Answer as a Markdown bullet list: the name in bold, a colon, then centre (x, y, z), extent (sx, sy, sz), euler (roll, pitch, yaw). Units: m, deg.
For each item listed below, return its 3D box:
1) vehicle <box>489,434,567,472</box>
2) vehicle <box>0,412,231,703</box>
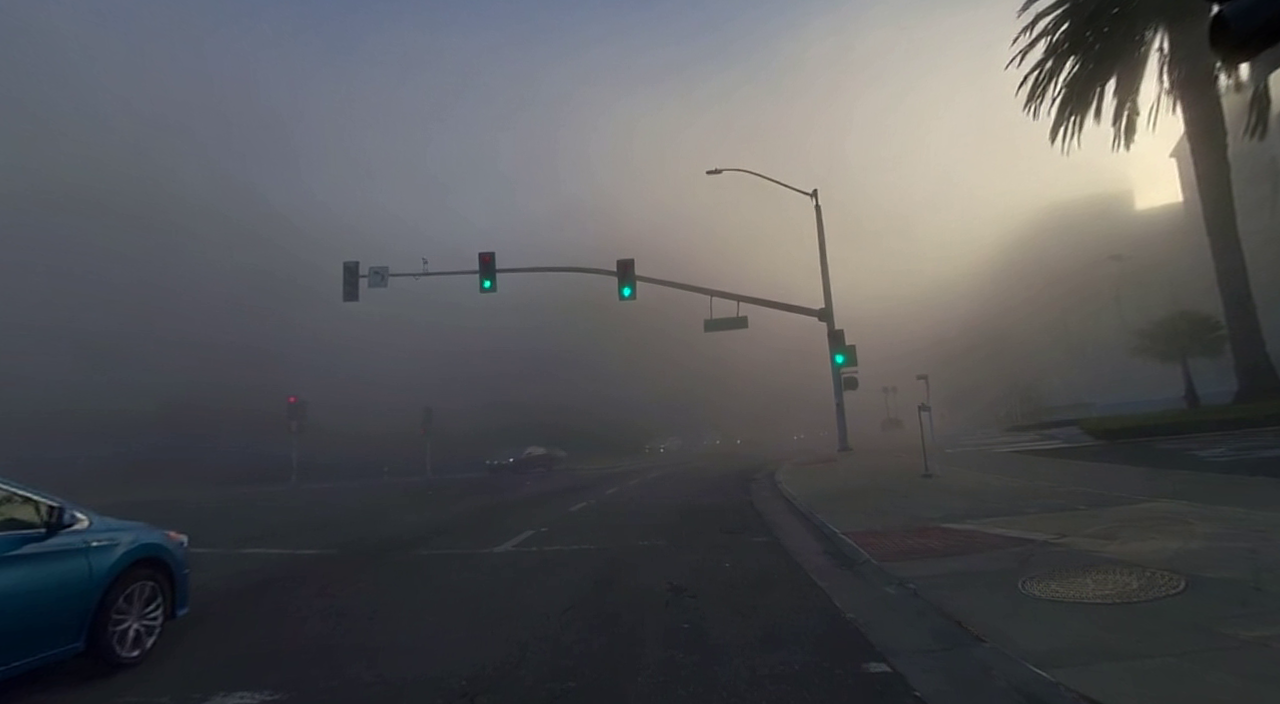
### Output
- **vehicle**: centre (-5.742, 5.270, 33.060), extent (2.181, 1.792, 4.648), euler (-3, -9, 16)
- **vehicle**: centre (-3.325, 0.816, 1.231), extent (2.071, 1.482, 4.446), euler (0, -9, 0)
